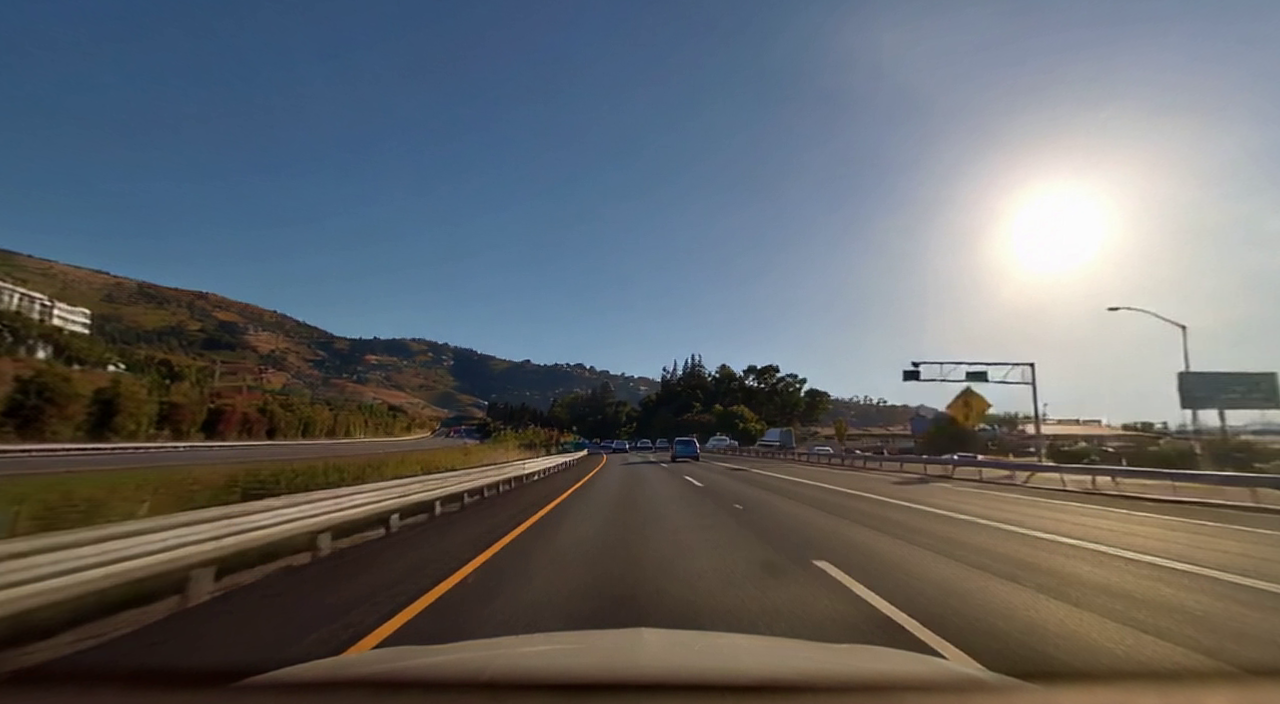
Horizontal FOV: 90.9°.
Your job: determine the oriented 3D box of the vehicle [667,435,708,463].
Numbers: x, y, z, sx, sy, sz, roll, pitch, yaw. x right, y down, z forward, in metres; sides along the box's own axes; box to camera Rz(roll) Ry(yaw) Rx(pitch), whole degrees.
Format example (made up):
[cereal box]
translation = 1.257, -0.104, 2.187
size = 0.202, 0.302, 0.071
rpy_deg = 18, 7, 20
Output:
[vehicle]
translation = 3.202, 6.697, 43.650
size = 2.210, 1.815, 4.571
rpy_deg = 0, -8, -3
